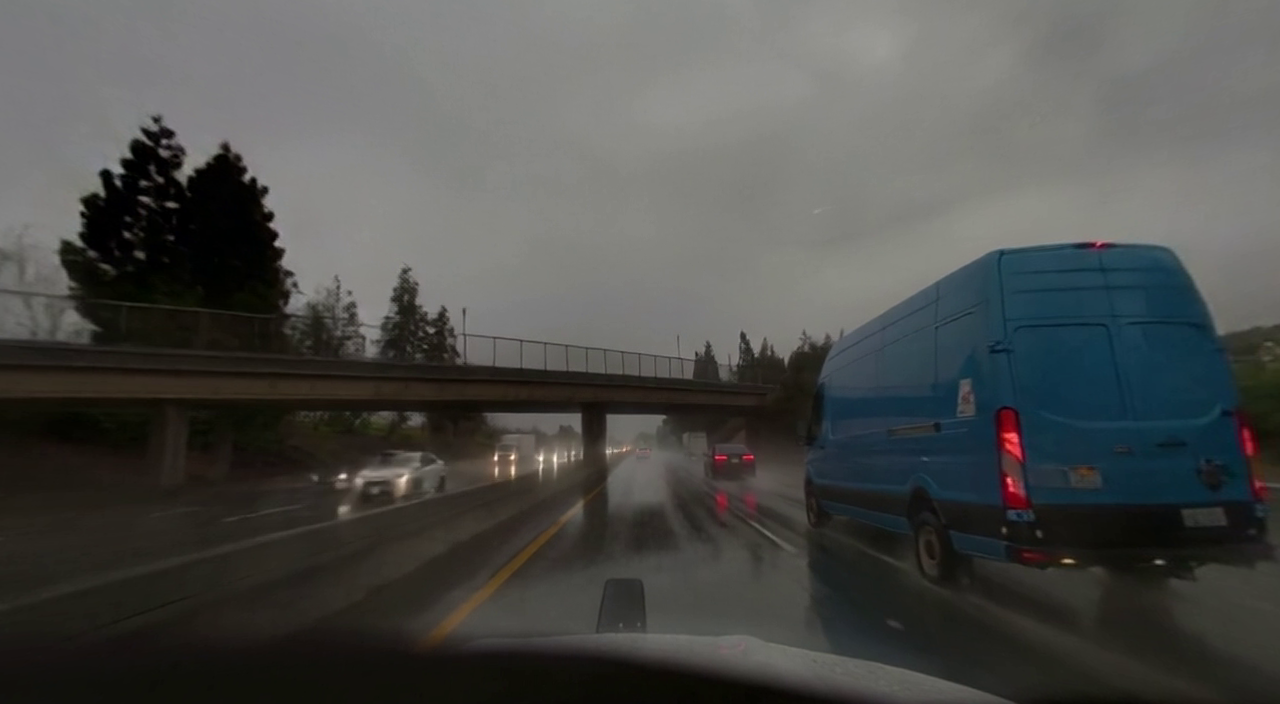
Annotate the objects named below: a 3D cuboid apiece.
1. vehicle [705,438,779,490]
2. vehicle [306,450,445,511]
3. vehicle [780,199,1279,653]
[{"bbox_3d":[3.663,4.131,23.455,2.009,1.731,4.149,0,-9,-1],"label":"vehicle"},{"bbox_3d":[-7.685,3.744,18.928,2.106,1.549,4.622,0,-9,1],"label":"vehicle"},{"bbox_3d":[3.797,0.964,7.831,2.460,3.155,6.902,0,-9,0],"label":"vehicle"}]
